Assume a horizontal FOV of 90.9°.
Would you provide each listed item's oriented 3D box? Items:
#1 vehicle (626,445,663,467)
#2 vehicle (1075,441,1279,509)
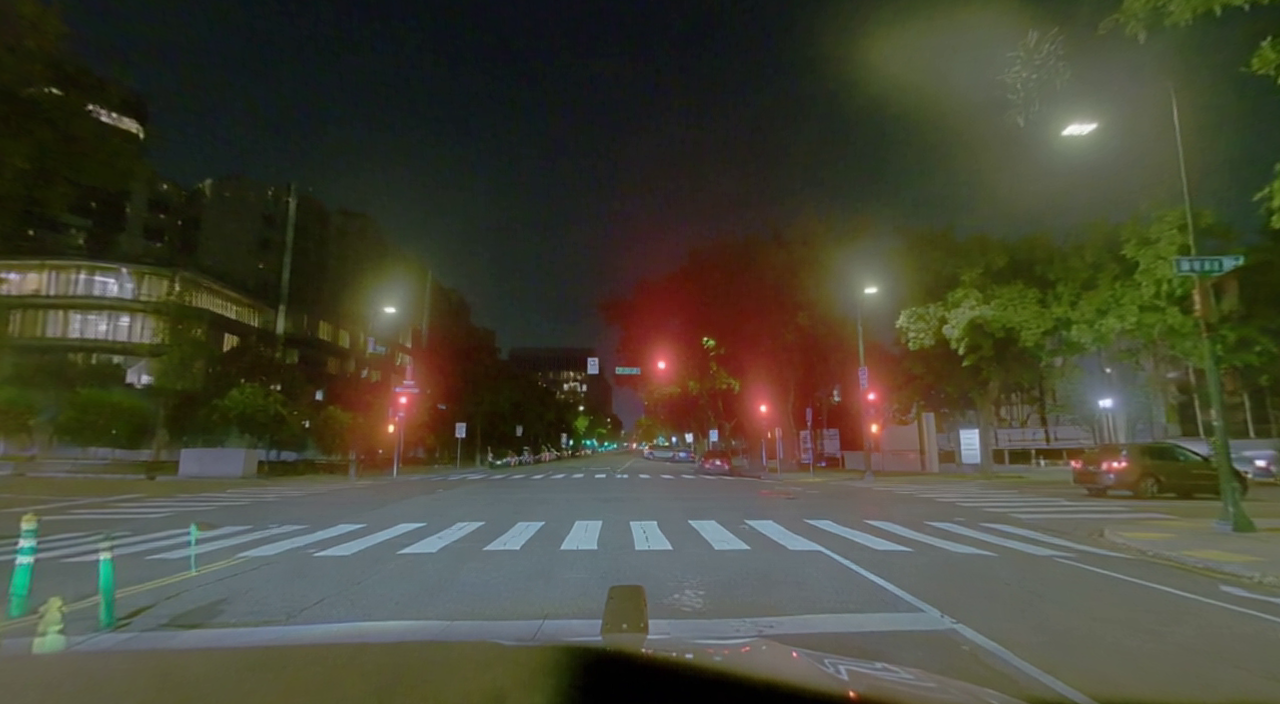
[{"bbox_3d":[0.291,7.672,46.767,1.972,1.522,4.368,1,-9,-10],"label":"vehicle"},{"bbox_3d":[12.993,2.795,14.570,4.424,1.436,1.804,0,-8,5],"label":"vehicle"}]
